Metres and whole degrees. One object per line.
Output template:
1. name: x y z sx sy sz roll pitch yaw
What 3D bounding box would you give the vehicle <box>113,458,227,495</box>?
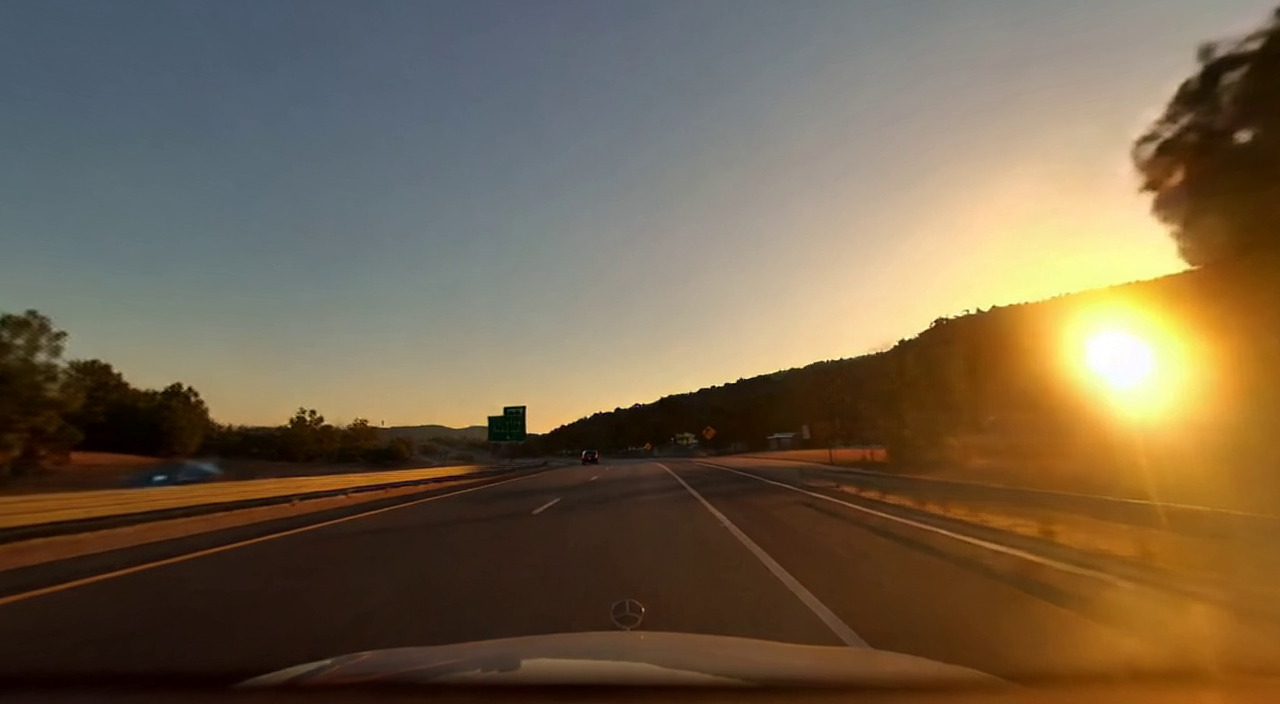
1. vehicle: -22.825 6.024 30.908 1.949 1.565 4.686 0 -9 0
